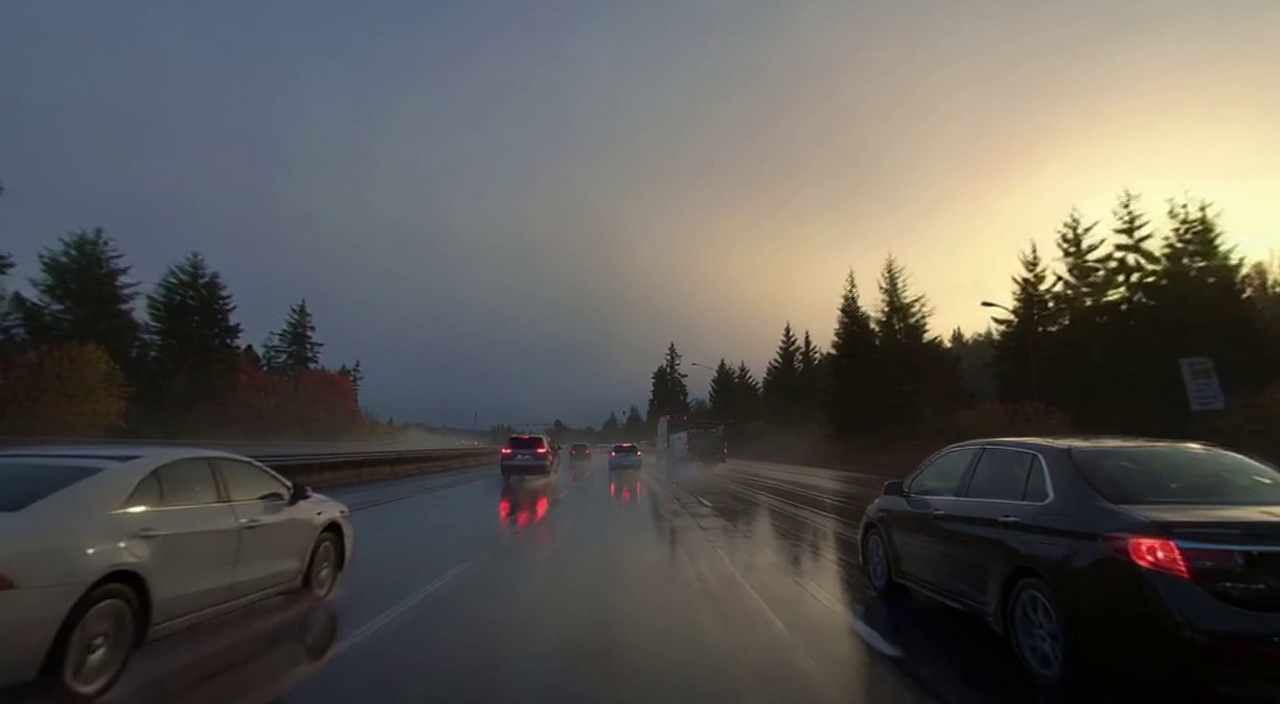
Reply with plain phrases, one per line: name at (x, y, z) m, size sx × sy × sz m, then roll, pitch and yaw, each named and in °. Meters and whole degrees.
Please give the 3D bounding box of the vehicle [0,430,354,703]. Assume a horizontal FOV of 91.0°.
vehicle at (-4.094, 1.316, 4.552) m, size 1.947 × 1.424 × 4.264 m, roll 0°, pitch -9°, yaw 2°

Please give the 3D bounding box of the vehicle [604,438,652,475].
vehicle at (-0.583, 5.254, 31.833) m, size 2.235 × 1.682 × 4.094 m, roll 0°, pitch -9°, yaw -1°

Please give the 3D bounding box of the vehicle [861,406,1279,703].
vehicle at (3.070, 1.182, 3.634) m, size 2.031 × 1.504 × 4.327 m, roll 0°, pitch -9°, yaw 0°

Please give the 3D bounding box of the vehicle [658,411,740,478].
vehicle at (3.079, 5.440, 37.103) m, size 3.426 × 3.279 × 12.313 m, roll 0°, pitch -8°, yaw -1°

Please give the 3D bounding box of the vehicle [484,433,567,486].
vehicle at (-4.172, 4.011, 23.820) m, size 2.176 × 1.783 × 4.799 m, roll 0°, pitch -9°, yaw 0°
